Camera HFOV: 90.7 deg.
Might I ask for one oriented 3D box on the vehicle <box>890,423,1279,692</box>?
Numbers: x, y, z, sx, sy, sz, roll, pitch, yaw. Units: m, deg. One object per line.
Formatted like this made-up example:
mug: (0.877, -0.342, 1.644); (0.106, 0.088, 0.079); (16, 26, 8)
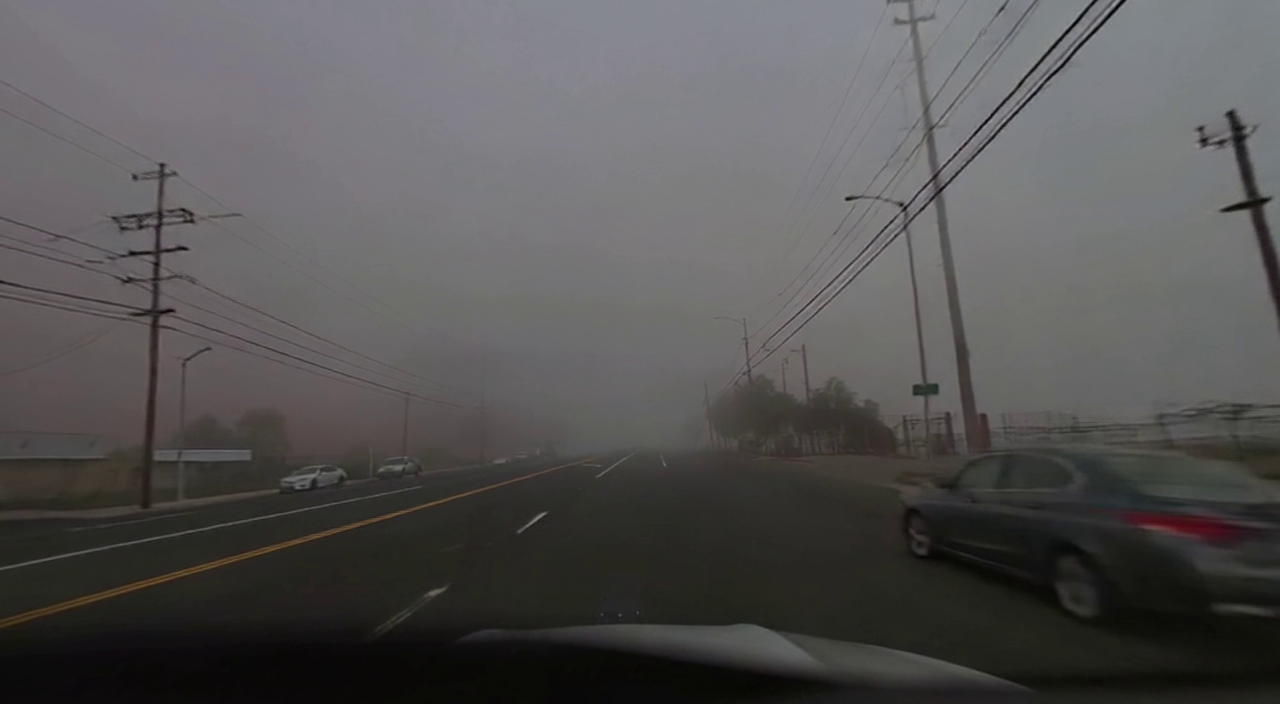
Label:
vehicle: (4.190, 1.439, 5.727); (2.002, 1.459, 4.357); (-1, -8, -1)

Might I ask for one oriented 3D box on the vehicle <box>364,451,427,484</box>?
vehicle: (-17.674, 8.305, 46.085); (2.228, 1.969, 5.694); (-7, -9, 0)

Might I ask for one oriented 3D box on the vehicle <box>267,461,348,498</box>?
vehicle: (-17.682, 6.762, 33.885); (1.931, 1.501, 4.564); (-6, -9, -1)
